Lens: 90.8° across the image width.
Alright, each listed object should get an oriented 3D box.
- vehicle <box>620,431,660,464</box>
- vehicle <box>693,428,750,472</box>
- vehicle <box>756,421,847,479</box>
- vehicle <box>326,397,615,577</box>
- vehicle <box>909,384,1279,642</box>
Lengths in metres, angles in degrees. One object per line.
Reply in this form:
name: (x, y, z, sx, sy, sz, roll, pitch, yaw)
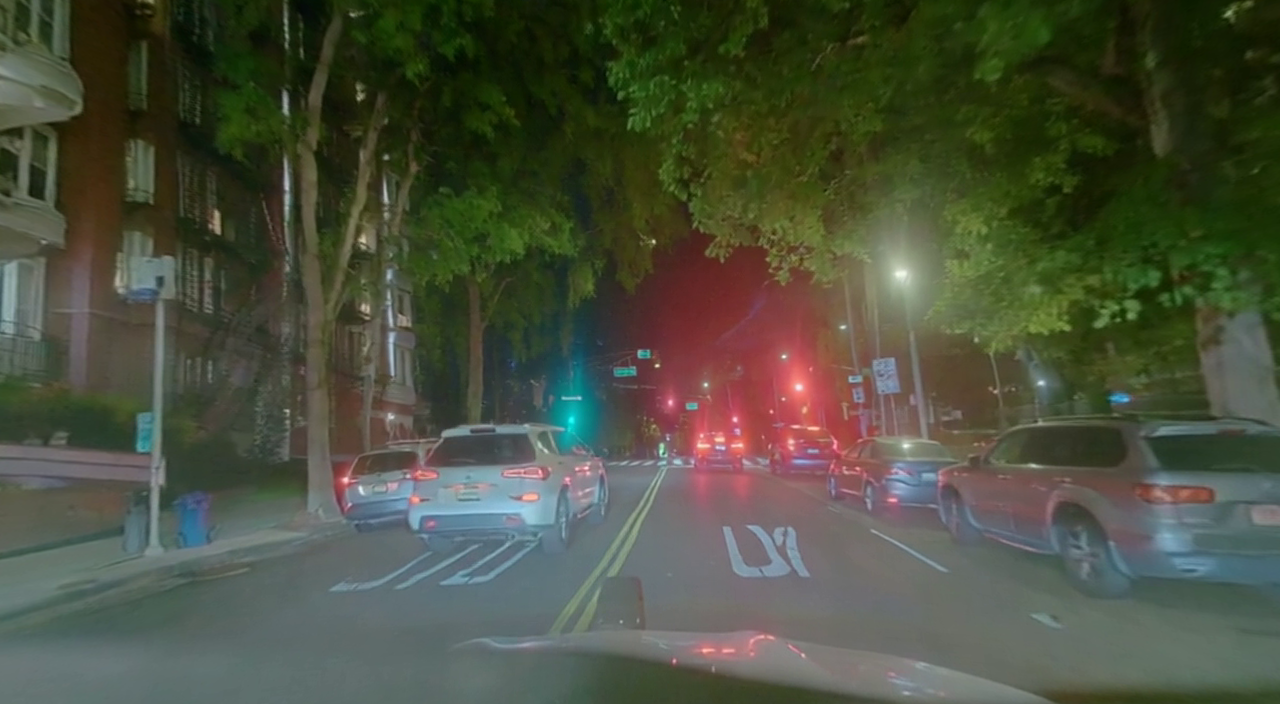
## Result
vehicle: (0.060, 5.466, 36.227, 1.979, 1.723, 3.849, -1, -8, 4)
vehicle: (3.354, 4.027, 26.011, 2.111, 1.619, 4.077, -2, -8, 8)
vehicle: (5.664, 3.545, 22.939, 2.093, 1.815, 5.441, -1, -8, 3)
vehicle: (-1.899, 1.790, 9.253, 2.333, 1.832, 5.200, -1, -8, 6)
vehicle: (4.451, 1.313, 6.137, 1.883, 1.601, 4.305, -1, -8, 2)
